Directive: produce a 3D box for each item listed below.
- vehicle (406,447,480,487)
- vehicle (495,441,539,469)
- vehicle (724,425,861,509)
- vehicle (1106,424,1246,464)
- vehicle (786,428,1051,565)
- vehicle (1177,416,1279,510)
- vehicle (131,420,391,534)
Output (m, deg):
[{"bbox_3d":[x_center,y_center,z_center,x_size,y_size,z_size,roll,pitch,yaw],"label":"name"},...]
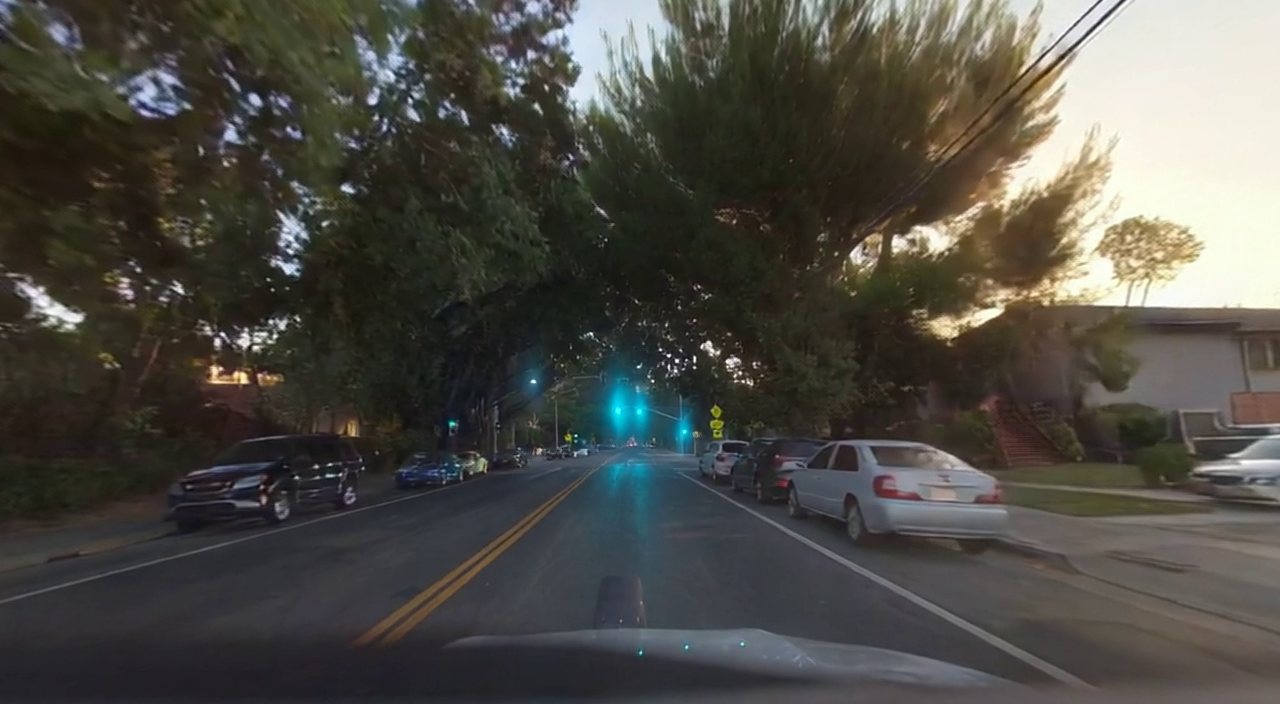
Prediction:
[{"bbox_3d":[-8.151,4.760,26.556,1.860,1.476,4.594,0,-9,-3],"label":"vehicle"},{"bbox_3d":[-8.287,6.990,43.004,2.007,1.773,4.759,0,-9,0],"label":"vehicle"},{"bbox_3d":[3.475,2.725,15.391,2.077,1.715,4.505,0,-9,-2],"label":"vehicle"},{"bbox_3d":[24.932,4.306,29.530,4.599,1.759,2.060,0,-9,0],"label":"vehicle"},{"bbox_3d":[3.628,1.941,9.258,1.809,1.513,4.264,0,-9,-2],"label":"vehicle"},{"bbox_3d":[12.681,1.879,11.420,4.326,1.524,1.715,-3,-8,-2],"label":"vehicle"},{"bbox_3d":[-7.858,2.635,14.093,2.420,2.004,5.615,0,-9,-2],"label":"vehicle"}]
